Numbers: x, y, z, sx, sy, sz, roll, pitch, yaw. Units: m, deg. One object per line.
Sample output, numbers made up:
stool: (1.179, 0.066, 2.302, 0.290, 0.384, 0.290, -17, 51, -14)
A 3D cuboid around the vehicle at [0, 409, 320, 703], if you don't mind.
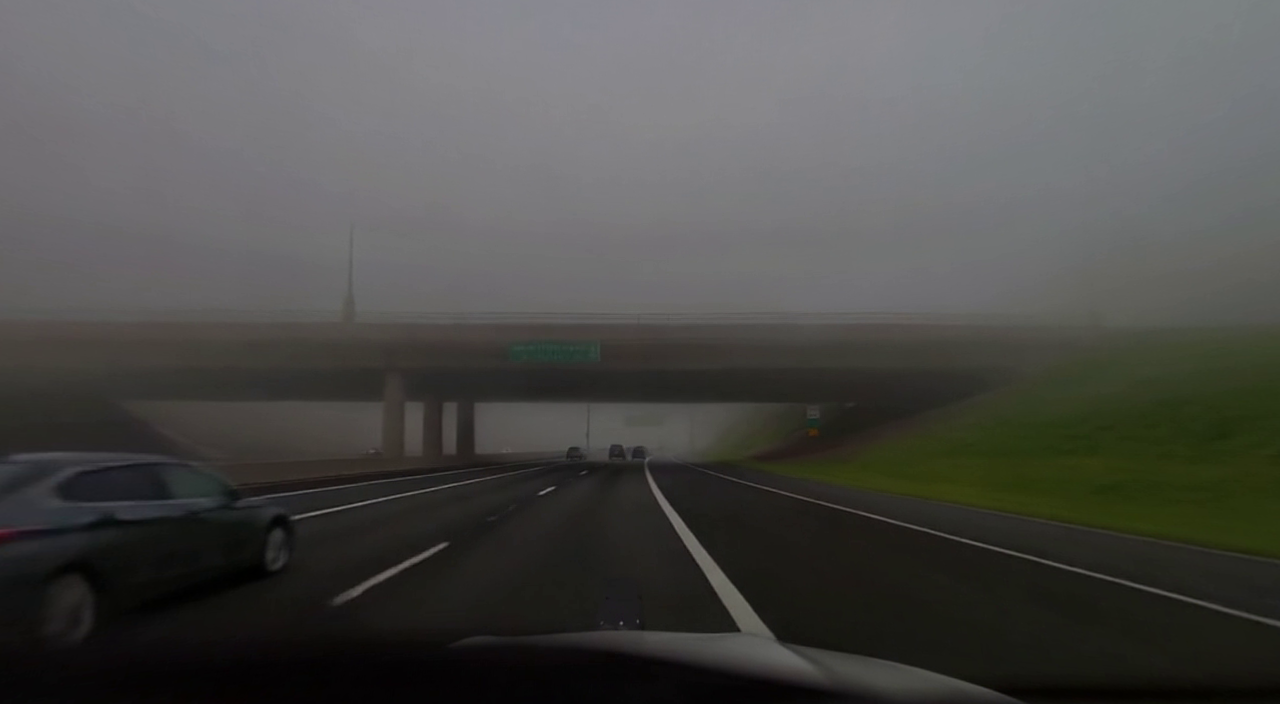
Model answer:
vehicle: (-4.377, 1.268, 4.529, 2.055, 1.535, 4.073, 0, -9, -1)
